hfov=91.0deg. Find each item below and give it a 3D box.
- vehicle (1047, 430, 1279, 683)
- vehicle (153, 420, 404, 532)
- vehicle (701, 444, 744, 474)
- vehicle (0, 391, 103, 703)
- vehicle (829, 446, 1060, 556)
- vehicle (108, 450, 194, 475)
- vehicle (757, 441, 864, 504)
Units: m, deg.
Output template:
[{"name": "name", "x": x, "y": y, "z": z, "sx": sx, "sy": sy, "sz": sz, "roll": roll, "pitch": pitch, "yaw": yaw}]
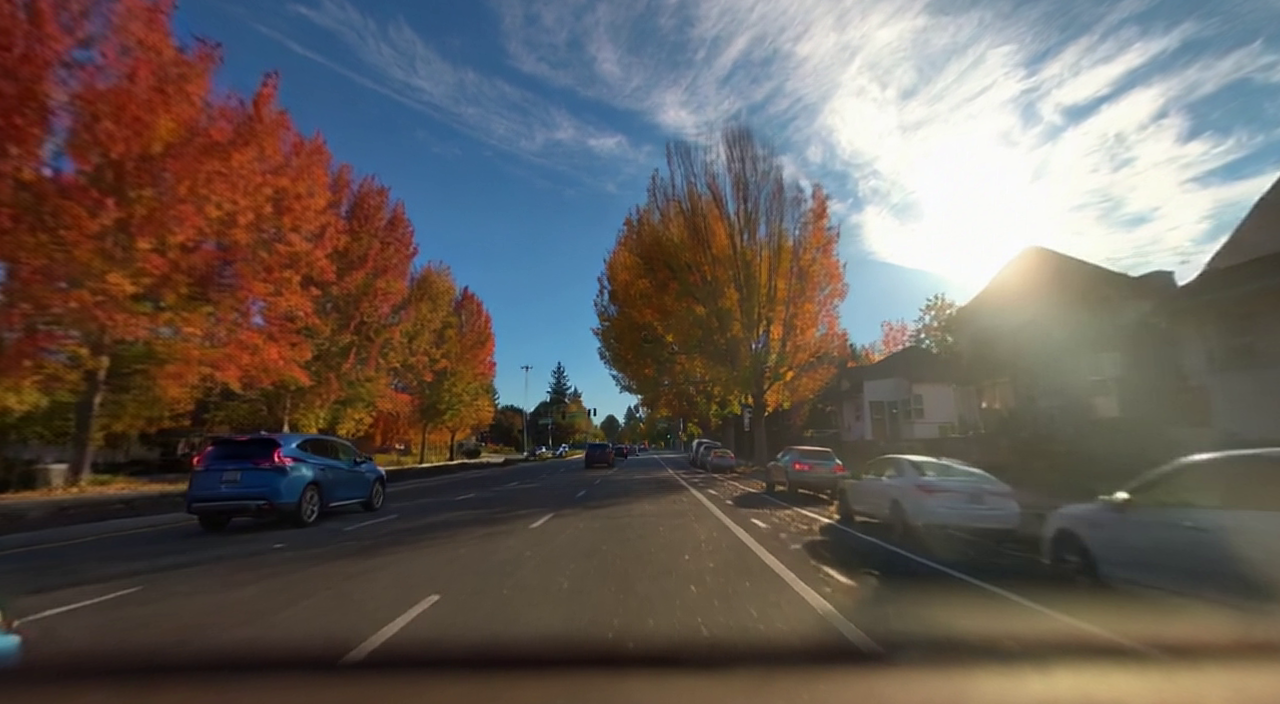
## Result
[{"name": "vehicle", "x": 4.827, "y": 1.203, "z": 3.540, "sx": 1.952, "sy": 1.505, "sz": 4.713, "roll": 0, "pitch": -9, "yaw": 1}, {"name": "vehicle", "x": -6.482, "y": 2.270, "z": 12.096, "sx": 2.034, "sy": 1.711, "sz": 4.512, "roll": 0, "pitch": -9, "yaw": 1}, {"name": "vehicle", "x": 4.859, "y": 6.353, "z": 37.684, "sx": 1.950, "sy": 1.668, "sz": 4.414, "roll": 1, "pitch": -9, "yaw": -1}, {"name": "vehicle", "x": -3.146, "y": 0.577, "z": 0.181, "sx": 1.982, "sy": 1.478, "sz": 4.465, "roll": 0, "pitch": -9, "yaw": 1}, {"name": "vehicle", "x": 4.809, "y": 2.371, "z": 10.814, "sx": 1.824, "sy": 1.453, "sz": 4.374, "roll": 0, "pitch": -9, "yaw": 1}, {"name": "vehicle", "x": -34.386, "y": 7.787, "z": 44.345, "sx": 4.273, "sy": 1.679, "sz": 1.987, "roll": 1, "pitch": -9, "yaw": -4}, {"name": "vehicle", "x": 4.904, "y": 3.522, "z": 18.837, "sx": 1.934, "sy": 1.612, "sz": 4.477, "roll": 1, "pitch": -9, "yaw": 0}]
